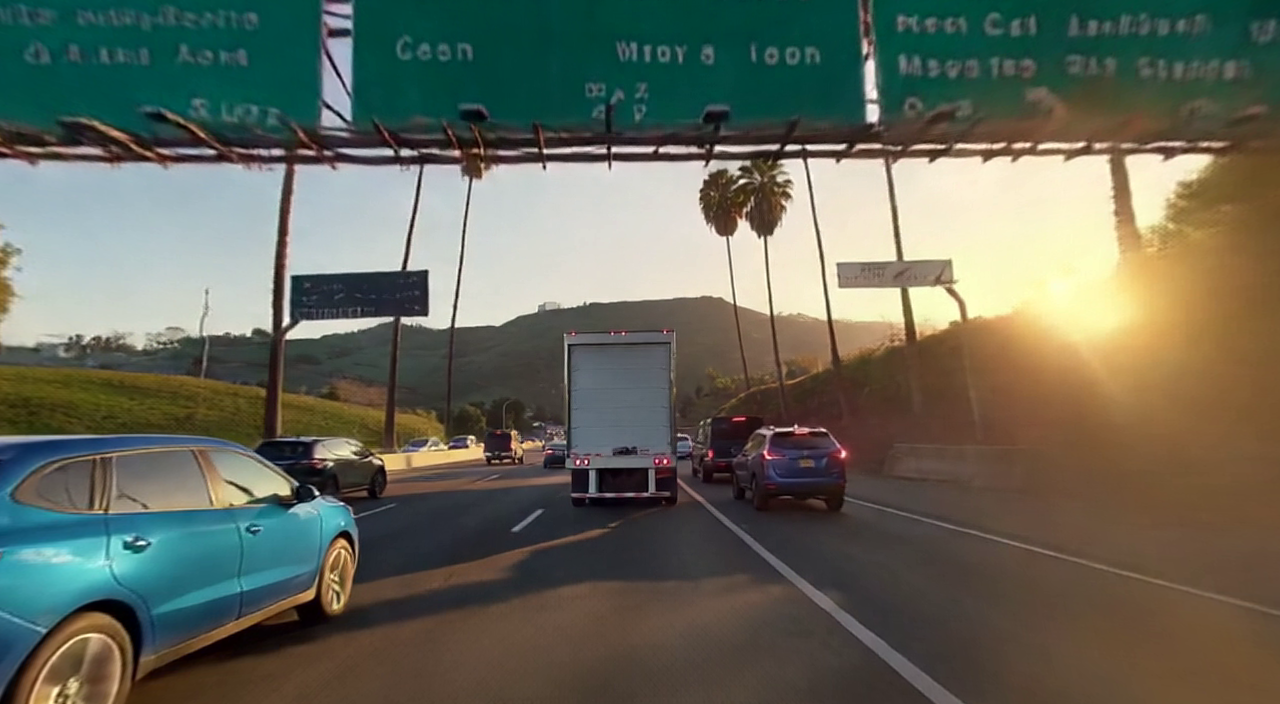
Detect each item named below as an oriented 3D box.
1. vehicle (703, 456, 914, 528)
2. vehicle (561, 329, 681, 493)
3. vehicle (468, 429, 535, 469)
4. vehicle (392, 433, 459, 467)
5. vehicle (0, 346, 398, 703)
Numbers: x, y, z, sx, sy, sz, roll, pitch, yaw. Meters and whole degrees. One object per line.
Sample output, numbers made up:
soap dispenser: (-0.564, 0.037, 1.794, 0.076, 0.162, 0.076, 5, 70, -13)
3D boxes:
vehicle: (2.949, 2.678, 12.832, 2.635, 1.036, 5.568, 0, -9, -2)
vehicle: (-0.460, 2.225, 20.897, 2.906, 4.040, 10.743, 0, -9, 0)
vehicle: (-7.284, 5.190, 33.962, 2.344, 1.954, 5.579, 0, -9, 0)
vehicle: (-15.758, 7.274, 46.870, 2.716, 2.322, 6.333, 0, -9, 0)
vehicle: (-3.218, 1.063, 3.819, 1.885, 1.654, 4.103, 0, -9, 0)
